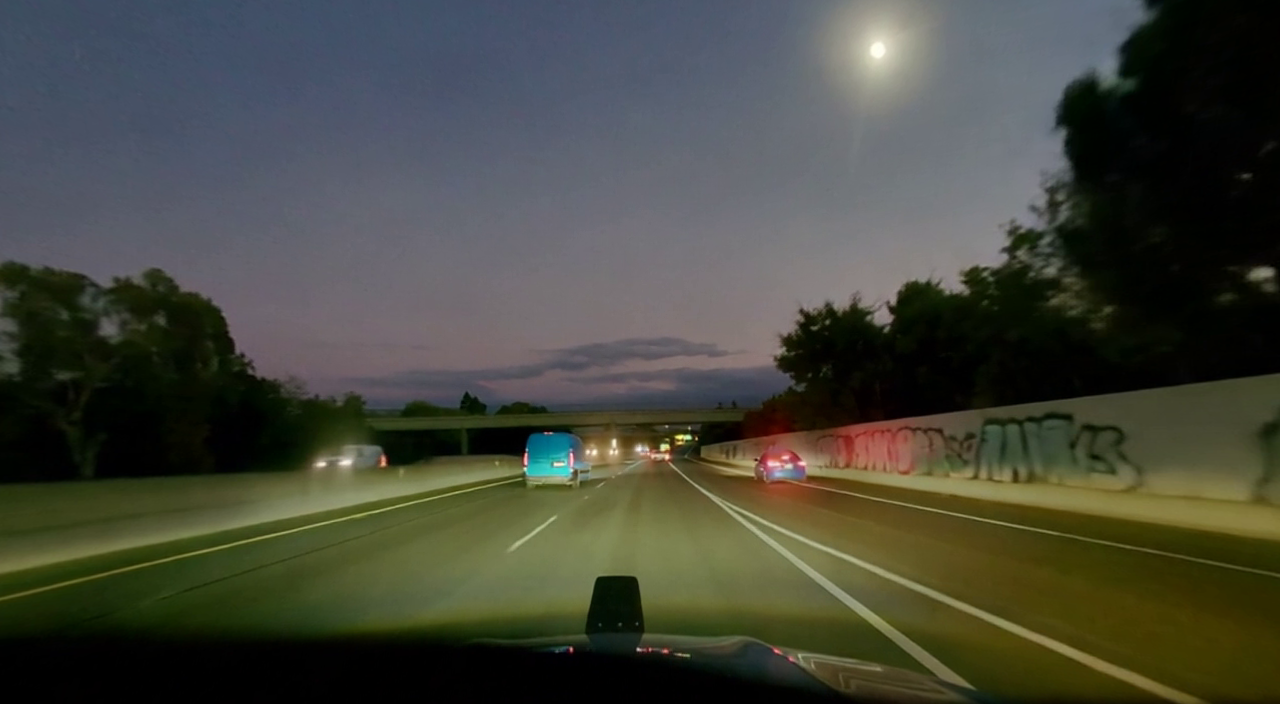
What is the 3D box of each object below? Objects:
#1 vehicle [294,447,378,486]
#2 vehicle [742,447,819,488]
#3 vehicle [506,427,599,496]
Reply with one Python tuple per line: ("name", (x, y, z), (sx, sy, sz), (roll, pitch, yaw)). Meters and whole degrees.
("vehicle", (-16.609, 6.256, 34.788), (2.134, 1.981, 4.851), (0, -9, 1))
("vehicle", (5.651, 4.663, 25.926), (1.972, 1.492, 4.623), (0, -9, -2))
("vehicle", (-2.743, 3.633, 21.260), (2.310, 2.030, 5.094), (0, -9, 1))
